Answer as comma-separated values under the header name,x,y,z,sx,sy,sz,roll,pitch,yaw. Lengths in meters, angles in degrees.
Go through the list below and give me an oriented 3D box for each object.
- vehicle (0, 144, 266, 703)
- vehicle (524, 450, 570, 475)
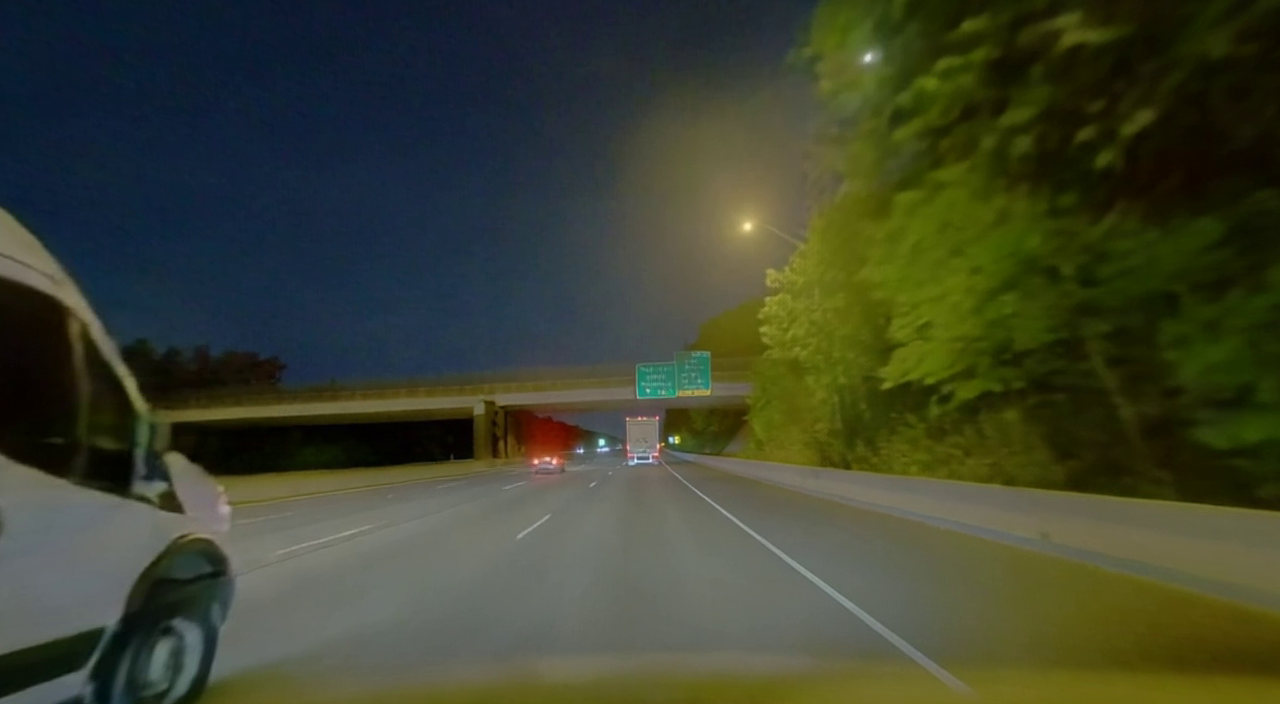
name,x,y,z,sx,sy,sz,roll,pitch,yaw
vehicle,-3.969,0.294,1.458,2.504,2.694,5.934,0,-9,0
vehicle,-5.746,6.825,39.348,1.953,1.452,4.711,-1,-9,3
